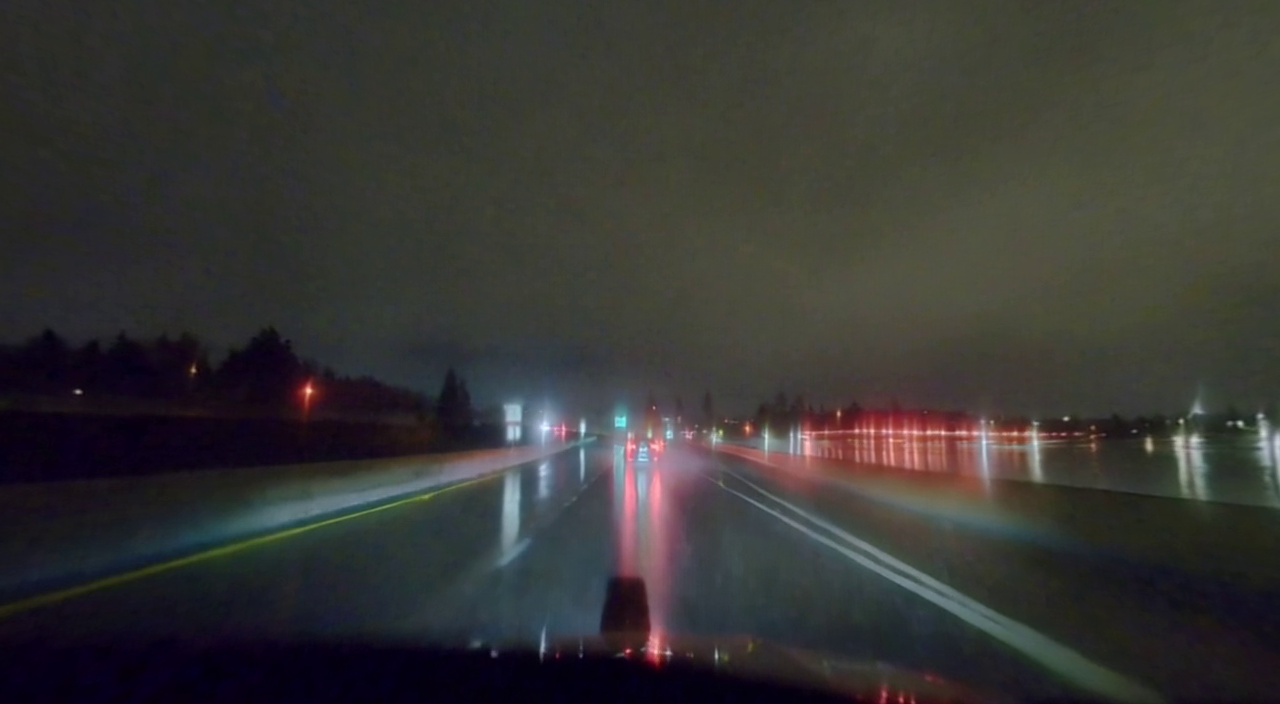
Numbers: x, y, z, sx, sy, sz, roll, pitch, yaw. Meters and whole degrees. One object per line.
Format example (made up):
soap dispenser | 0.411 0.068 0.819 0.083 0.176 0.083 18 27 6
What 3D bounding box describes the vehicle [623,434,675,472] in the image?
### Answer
vehicle | 0.375 4.458 27.915 2.130 1.512 4.057 0 -8 1
